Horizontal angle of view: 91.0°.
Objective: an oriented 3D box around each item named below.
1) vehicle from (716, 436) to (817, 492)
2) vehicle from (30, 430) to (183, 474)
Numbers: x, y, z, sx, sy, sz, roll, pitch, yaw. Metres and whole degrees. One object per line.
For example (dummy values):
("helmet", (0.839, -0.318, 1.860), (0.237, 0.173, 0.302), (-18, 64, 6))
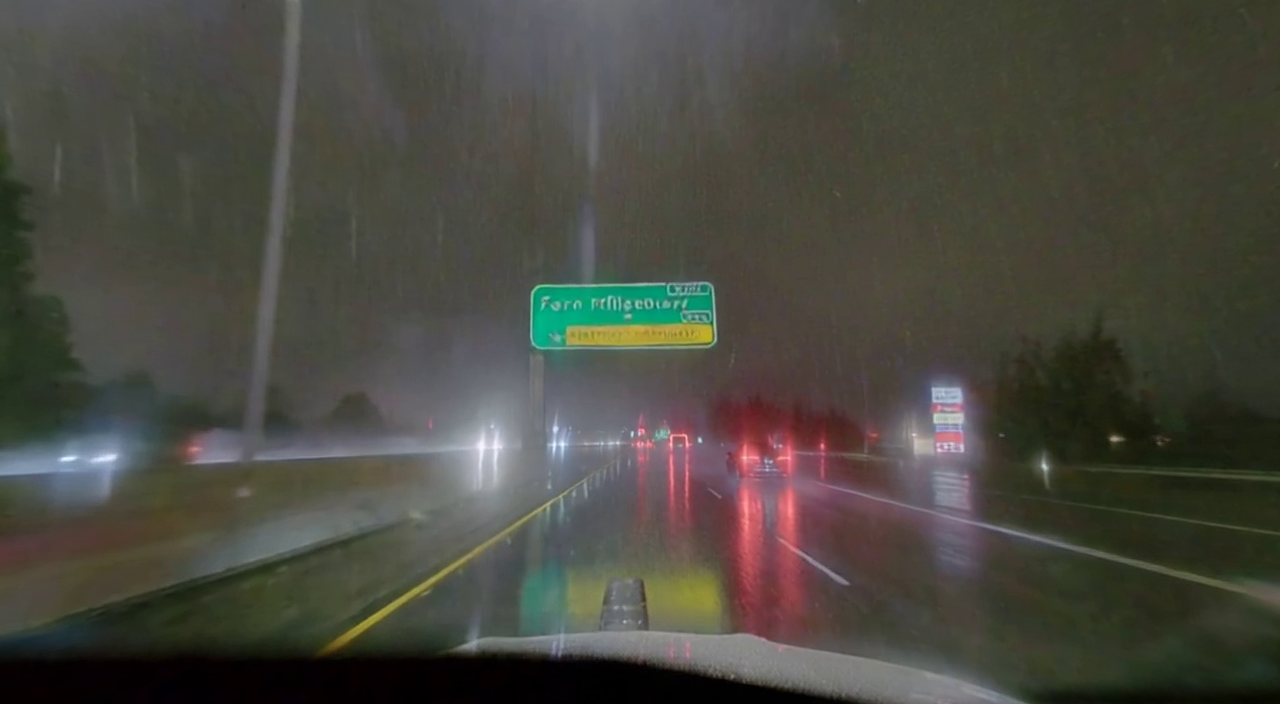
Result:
("vehicle", (3.625, 3.296, 18.973), (2.091, 1.482, 4.522), (0, -8, 0))
("vehicle", (-19.600, 3.683, 23.417), (1.938, 1.456, 4.255), (0, -8, 0))
